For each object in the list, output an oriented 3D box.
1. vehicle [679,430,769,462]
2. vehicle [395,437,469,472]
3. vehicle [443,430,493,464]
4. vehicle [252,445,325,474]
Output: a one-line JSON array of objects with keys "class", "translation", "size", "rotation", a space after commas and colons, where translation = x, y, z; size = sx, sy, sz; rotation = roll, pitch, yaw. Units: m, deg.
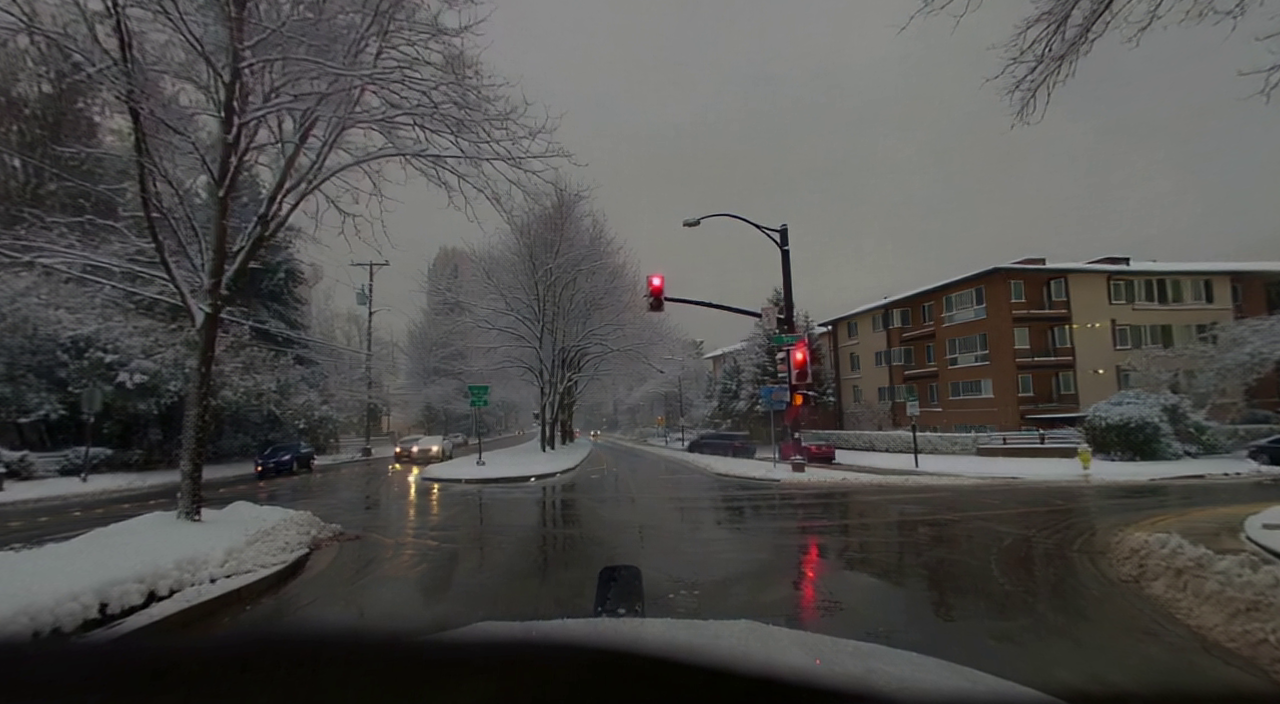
[{"class": "vehicle", "translation": [4.343, 4.980, 33.447], "size": [2.073, 1.571, 4.790], "rotation": [5, -10, -32]}, {"class": "vehicle", "translation": [-9.678, 4.797, 29.777], "size": [2.116, 1.521, 4.294], "rotation": [0, -9, -1]}, {"class": "vehicle", "translation": [-9.780, 5.452, 36.189], "size": [1.910, 1.818, 4.057], "rotation": [0, -9, -3]}, {"class": "vehicle", "translation": [-21.088, 6.441, 38.105], "size": [1.981, 1.628, 4.336], "rotation": [0, -9, -1]}]
